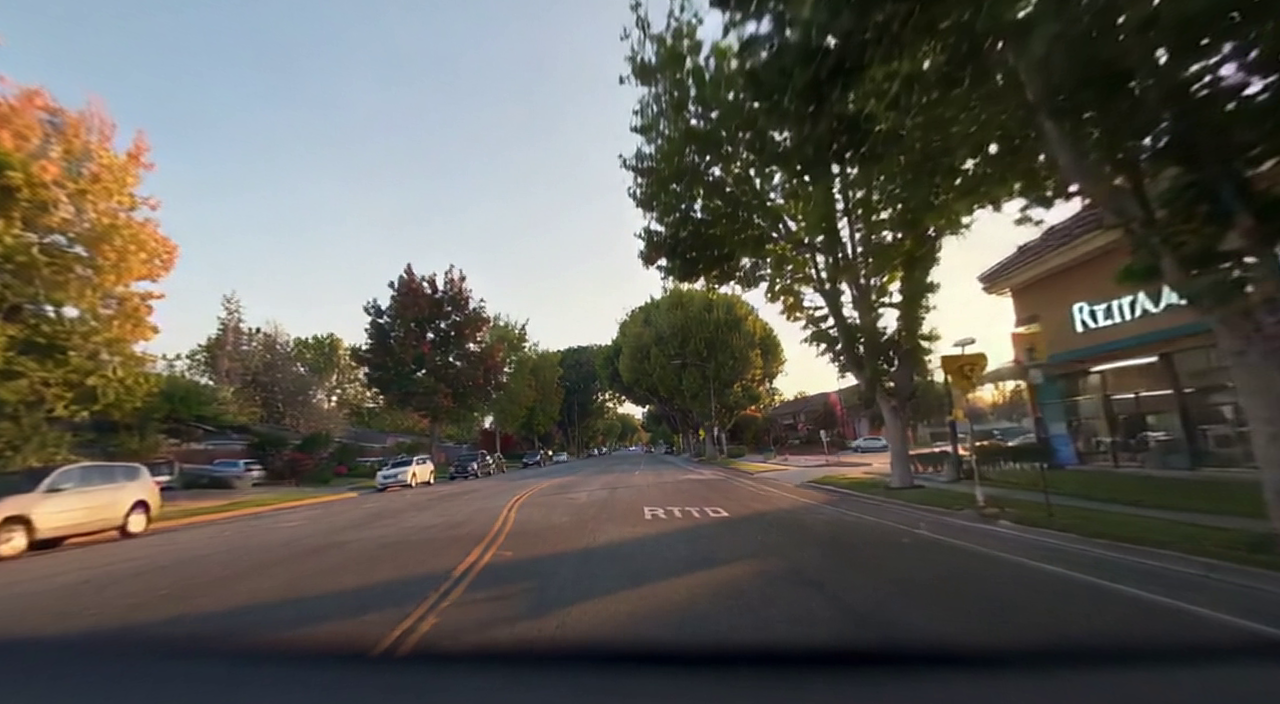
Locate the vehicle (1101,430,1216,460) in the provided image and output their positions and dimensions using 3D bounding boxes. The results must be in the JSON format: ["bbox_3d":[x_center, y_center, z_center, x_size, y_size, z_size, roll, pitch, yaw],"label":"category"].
[{"bbox_3d":[30.935,5.609,37.889,1.960,1.670,4.863,4,-10,-25],"label":"vehicle"}]

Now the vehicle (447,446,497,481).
[{"bbox_3d":[-10.888,7.225,41.241,2.015,1.884,4.488,-6,-9,-2],"label":"vehicle"}]

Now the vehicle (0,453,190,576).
[{"bbox_3d":[-11.023,2.816,11.383,2.135,1.802,4.910,-2,-8,1],"label":"vehicle"}]

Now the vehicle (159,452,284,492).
[{"bbox_3d":[-21.235,6.068,32.337,2.079,1.877,4.862,-4,-10,21],"label":"vehicle"}]

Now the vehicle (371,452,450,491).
[{"bbox_3d":[-11.026,5.754,30.743,1.950,1.720,4.868,-1,-9,1],"label":"vehicle"}]
